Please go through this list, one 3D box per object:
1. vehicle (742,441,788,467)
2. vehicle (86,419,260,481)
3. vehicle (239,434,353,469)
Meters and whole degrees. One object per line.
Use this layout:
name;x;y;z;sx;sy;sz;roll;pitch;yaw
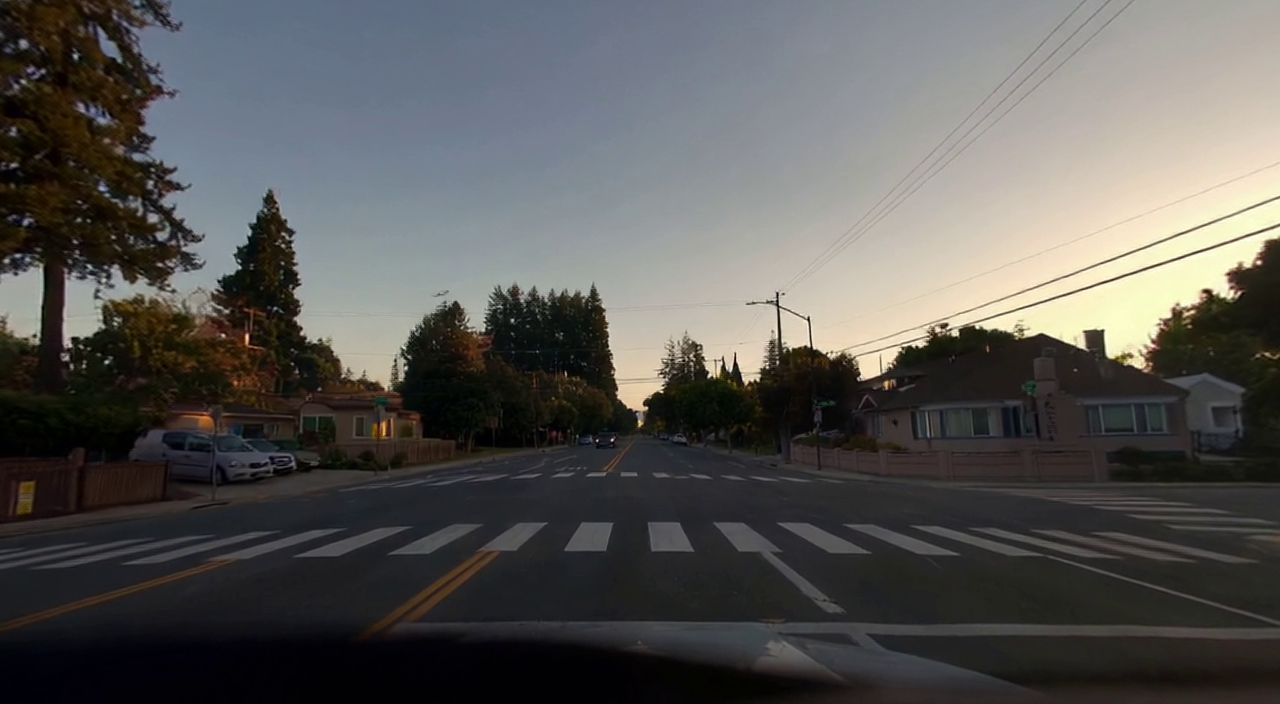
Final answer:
vehicle;8.004;6.574;40.891;2.029;1.554;4.705;0;-9;1
vehicle;-17.938;3.810;24.503;4.800;2.259;2.303;0;-9;0
vehicle;-17.956;5.224;33.151;4.743;1.734;1.994;0;-9;0
